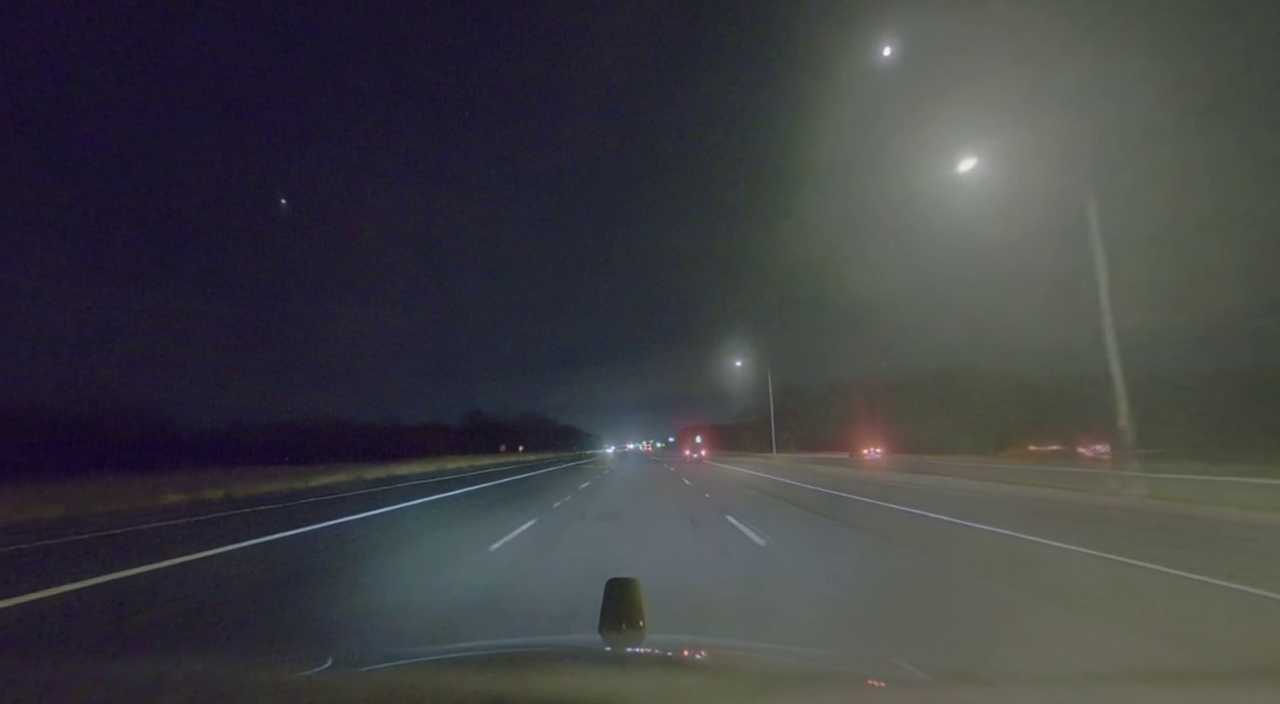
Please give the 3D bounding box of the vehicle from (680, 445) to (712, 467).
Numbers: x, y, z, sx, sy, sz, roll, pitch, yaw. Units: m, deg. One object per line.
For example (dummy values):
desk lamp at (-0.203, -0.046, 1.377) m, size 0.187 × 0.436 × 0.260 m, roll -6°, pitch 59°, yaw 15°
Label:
vehicle at (4.061, 7.642, 46.526) m, size 2.003 × 1.520 × 4.058 m, roll 0°, pitch -8°, yaw 0°
